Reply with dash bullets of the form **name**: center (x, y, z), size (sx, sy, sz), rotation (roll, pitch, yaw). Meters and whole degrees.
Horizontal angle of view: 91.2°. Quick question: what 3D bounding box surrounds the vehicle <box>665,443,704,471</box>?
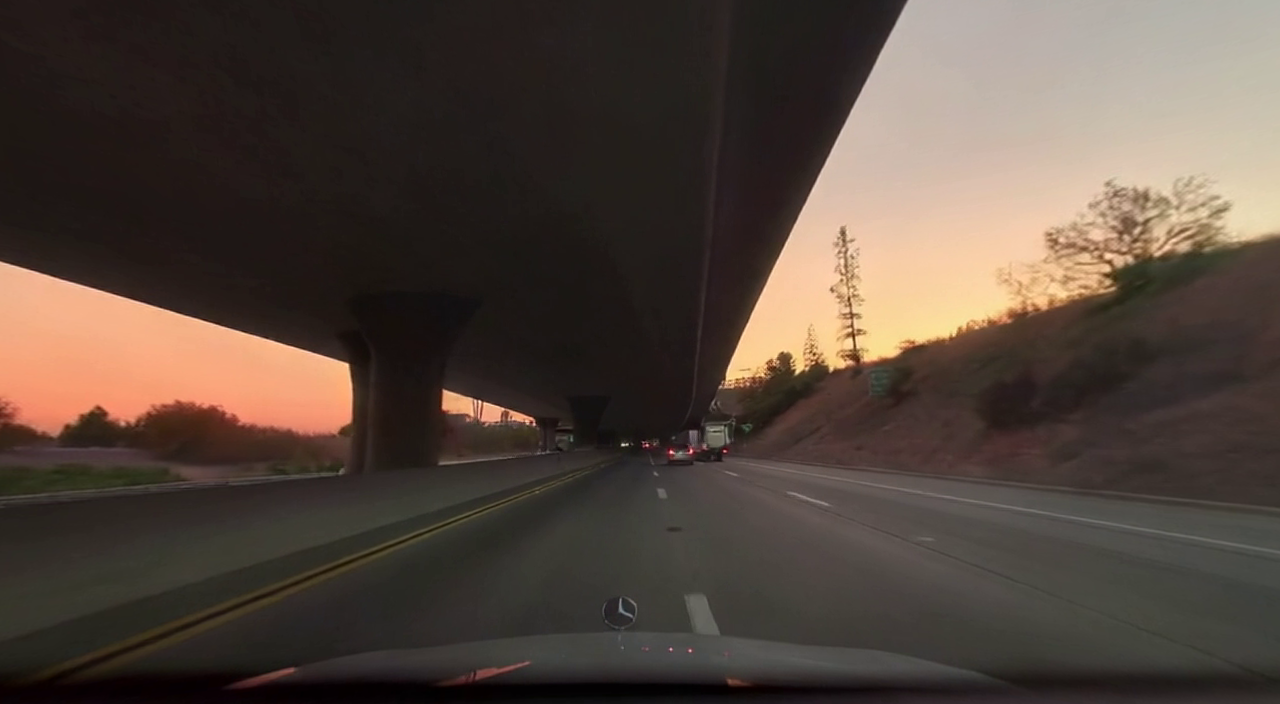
- **vehicle**: center (2.566, 6.186, 37.072), size (1.970, 1.560, 4.182), rotation (0, -9, -1)
